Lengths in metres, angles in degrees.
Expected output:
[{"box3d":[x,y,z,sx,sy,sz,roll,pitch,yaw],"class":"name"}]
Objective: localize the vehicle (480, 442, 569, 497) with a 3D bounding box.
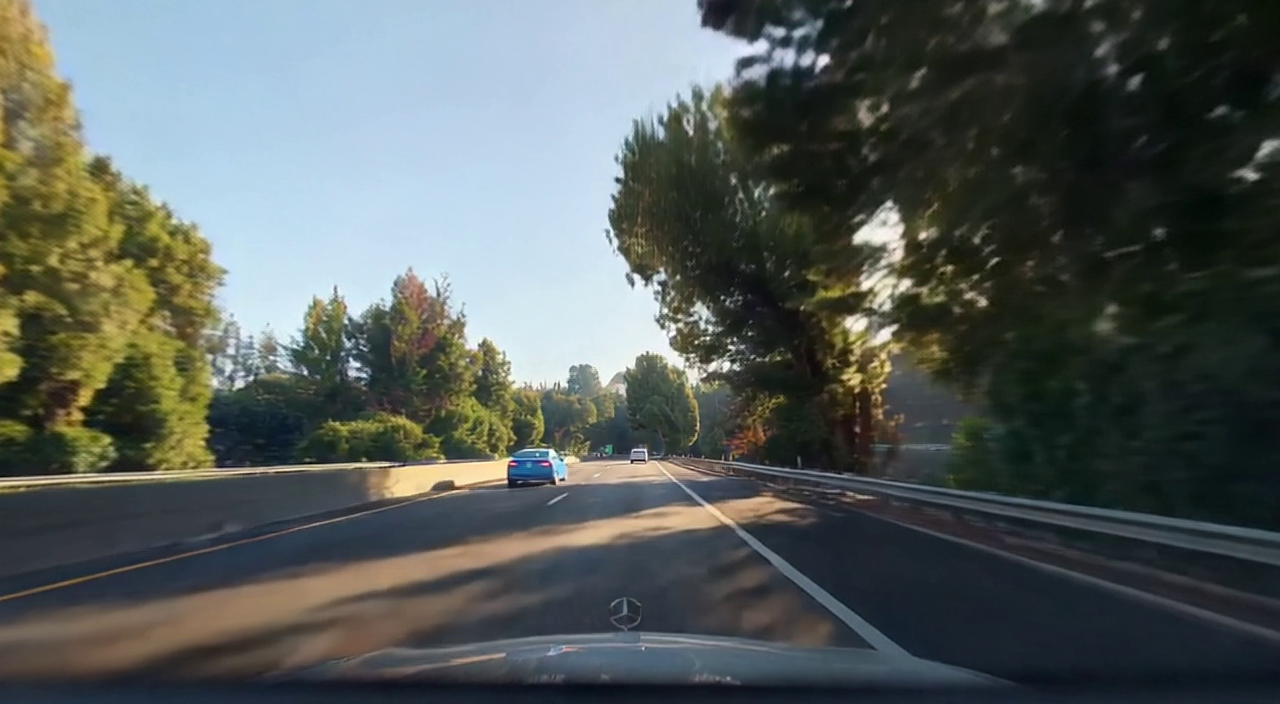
[{"box3d":[-3.621,3.765,20.609,2.088,1.586,4.000,0,-9,1],"class":"vehicle"}]
